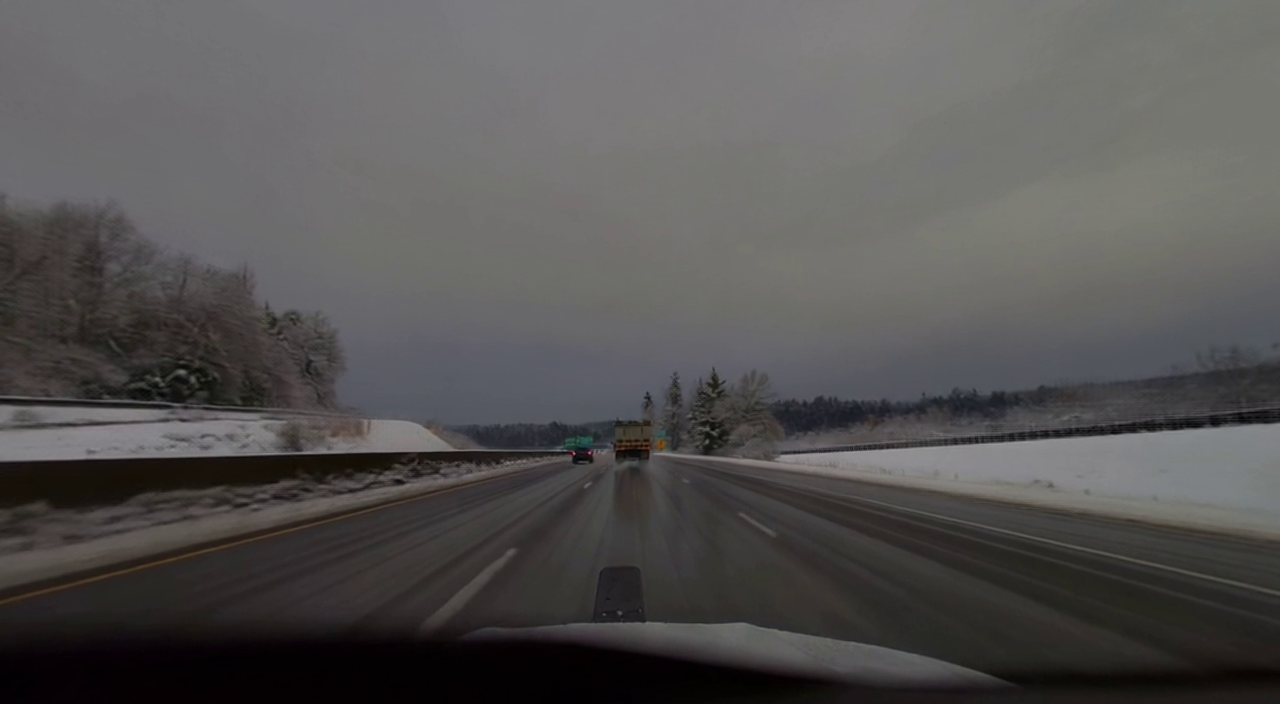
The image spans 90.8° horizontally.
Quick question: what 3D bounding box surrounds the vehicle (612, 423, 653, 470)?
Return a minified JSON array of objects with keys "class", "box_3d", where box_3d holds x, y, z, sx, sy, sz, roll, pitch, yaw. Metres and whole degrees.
[{"class":"vehicle","box_3d":[-0.552,6.722,45.021,2.672,3.056,6.900,0,-9,-1]}]
